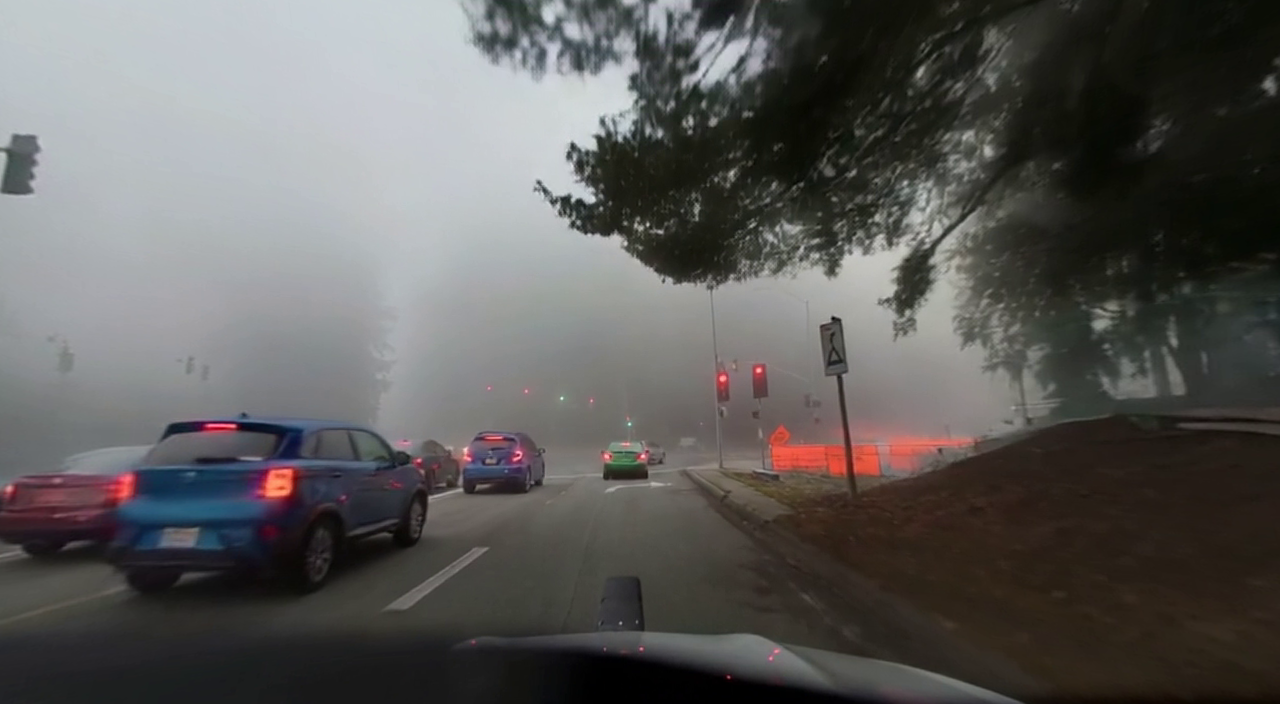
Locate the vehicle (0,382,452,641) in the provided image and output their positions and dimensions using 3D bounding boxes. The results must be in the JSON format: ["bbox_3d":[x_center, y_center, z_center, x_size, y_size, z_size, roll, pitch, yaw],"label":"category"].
[{"bbox_3d":[-4.010,1.561,7.220,2.236,1.886,4.792,-2,-9,0],"label":"vehicle"}]

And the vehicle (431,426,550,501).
[{"bbox_3d":[-4.136,3.195,18.493,2.240,1.844,5.043,0,-9,0],"label":"vehicle"}]

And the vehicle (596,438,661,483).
[{"bbox_3d":[-0.366,3.992,23.552,2.183,1.506,4.286,0,-9,1],"label":"vehicle"}]
